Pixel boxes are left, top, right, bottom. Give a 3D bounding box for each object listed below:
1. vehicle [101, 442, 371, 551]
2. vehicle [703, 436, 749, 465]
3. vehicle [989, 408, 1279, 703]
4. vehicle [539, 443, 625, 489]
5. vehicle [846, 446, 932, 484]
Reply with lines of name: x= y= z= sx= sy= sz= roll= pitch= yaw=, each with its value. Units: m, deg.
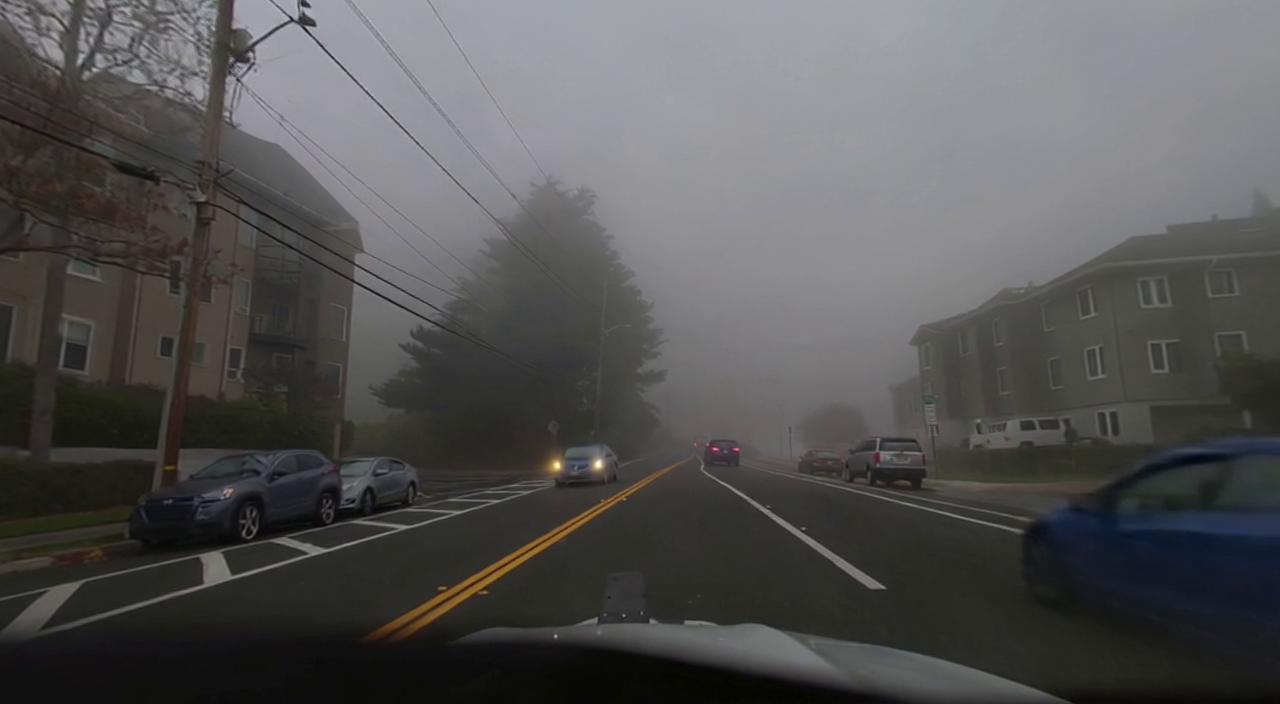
vehicle: x=-7.907 y=2.812 z=13.082 sx=2.381 sy=1.825 sz=4.652 roll=-1 pitch=-8 yaw=2
vehicle: x=5.464 y=6.355 z=40.560 sx=2.306 sy=1.719 sz=4.805 roll=0 pitch=-8 yaw=1
vehicle: x=4.138 y=1.090 z=3.462 sx=2.052 sy=1.506 sz=4.432 roll=-1 pitch=-8 yaw=3
vehicle: x=-1.920 y=3.991 z=22.390 sx=2.155 sy=1.436 sz=4.501 roll=-1 pitch=-8 yaw=7
vehicle: x=10.519 y=4.775 z=26.939 sx=1.935 sy=1.478 sz=4.711 roll=-1 pitch=-8 yaw=3
